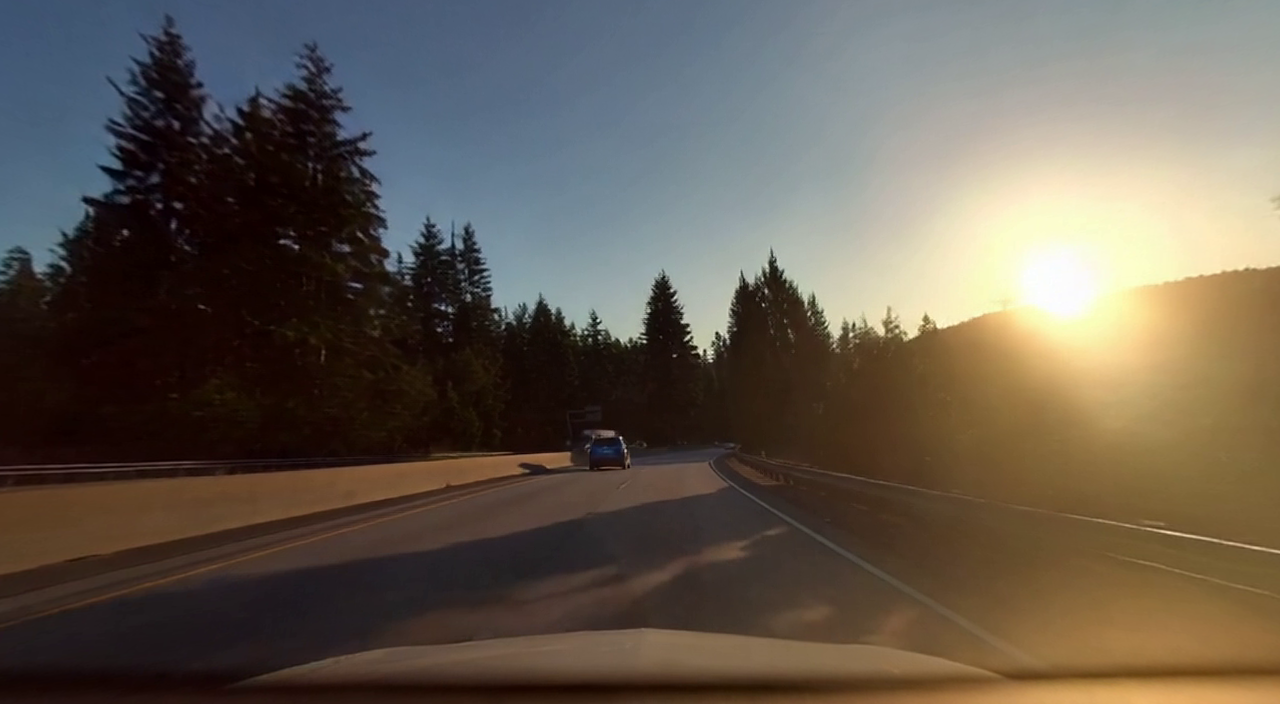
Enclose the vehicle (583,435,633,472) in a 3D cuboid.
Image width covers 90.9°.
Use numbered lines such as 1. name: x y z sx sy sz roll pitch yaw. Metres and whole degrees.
1. vehicle: -1.575 5.279 33.040 2.005 1.752 4.479 -1 -8 5
